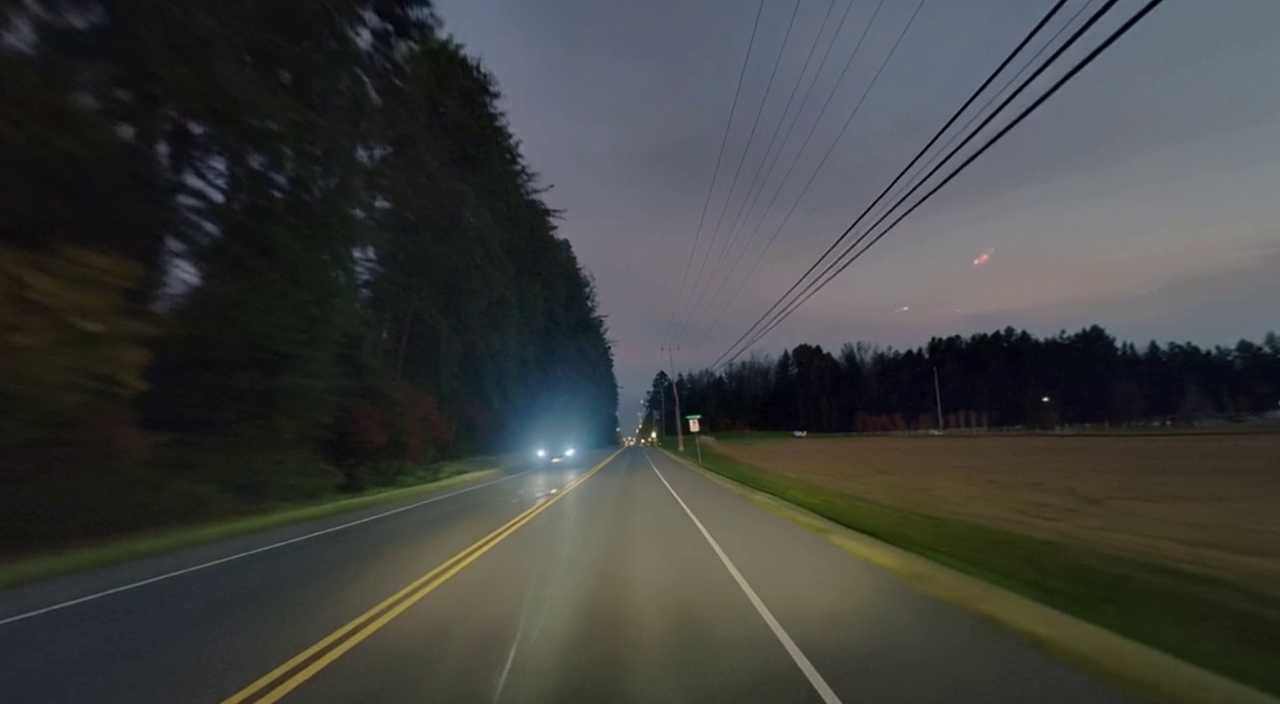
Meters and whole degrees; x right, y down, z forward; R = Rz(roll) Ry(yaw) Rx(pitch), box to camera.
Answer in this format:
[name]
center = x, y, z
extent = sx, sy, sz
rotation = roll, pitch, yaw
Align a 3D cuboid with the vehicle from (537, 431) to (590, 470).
[vehicle]
center = -4.147, 5.455, 35.088
extent = 2.331, 1.961, 4.966
rotation = 0, -8, 0
